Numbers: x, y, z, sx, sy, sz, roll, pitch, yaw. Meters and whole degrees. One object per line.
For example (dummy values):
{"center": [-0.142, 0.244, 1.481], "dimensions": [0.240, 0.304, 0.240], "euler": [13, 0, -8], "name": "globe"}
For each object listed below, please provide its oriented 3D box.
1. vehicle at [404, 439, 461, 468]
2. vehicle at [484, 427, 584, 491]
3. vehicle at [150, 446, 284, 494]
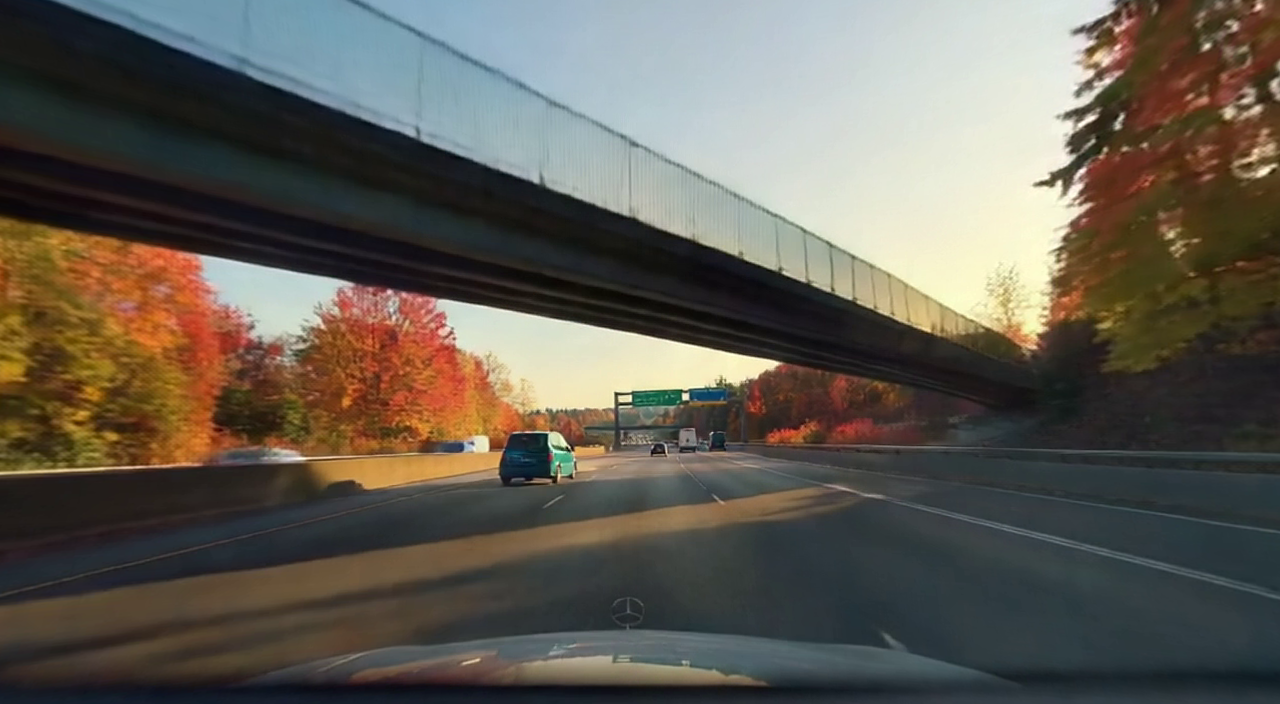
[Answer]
{"center": [-14.775, 7.263, 45.114], "dimensions": [2.177, 1.939, 4.990], "euler": [-1, -8, 3], "name": "vehicle"}
{"center": [-3.105, 3.246, 19.444], "dimensions": [2.177, 1.707, 4.432], "euler": [0, -8, 2], "name": "vehicle"}
{"center": [-15.977, 4.450, 24.087], "dimensions": [1.919, 1.613, 4.379], "euler": [-1, -8, 2], "name": "vehicle"}
